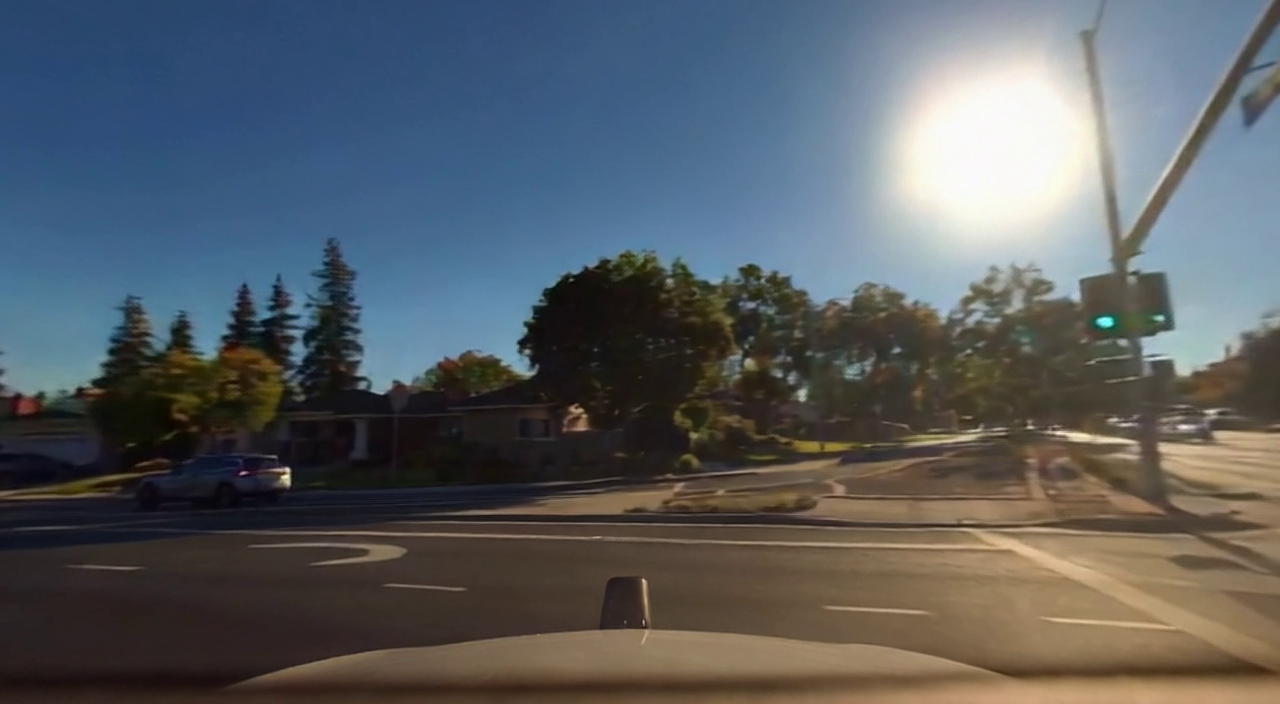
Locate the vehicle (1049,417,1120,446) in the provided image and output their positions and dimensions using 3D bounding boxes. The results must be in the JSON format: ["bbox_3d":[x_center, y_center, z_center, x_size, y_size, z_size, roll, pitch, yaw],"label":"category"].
[{"bbox_3d":[29.496,5.348,41.996,2.176,1.750,4.465,-2,-9,12],"label":"vehicle"}]

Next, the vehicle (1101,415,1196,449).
[{"bbox_3d":[27.767,4.441,34.643,2.159,1.734,4.462,-2,-9,12],"label":"vehicle"}]

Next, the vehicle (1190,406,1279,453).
[{"bbox_3d":[26.364,3.415,27.245,1.963,1.850,4.651,-3,-9,16],"label":"vehicle"}]

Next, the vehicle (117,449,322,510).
[{"bbox_3d":[-13.356,4.047,20.330,4.995,1.798,2.102,0,-9,-3],"label":"vehicle"}]

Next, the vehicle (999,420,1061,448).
[{"bbox_3d":[25.379,5.406,41.175,1.943,1.702,4.406,-2,-9,11],"label":"vehicle"}]
